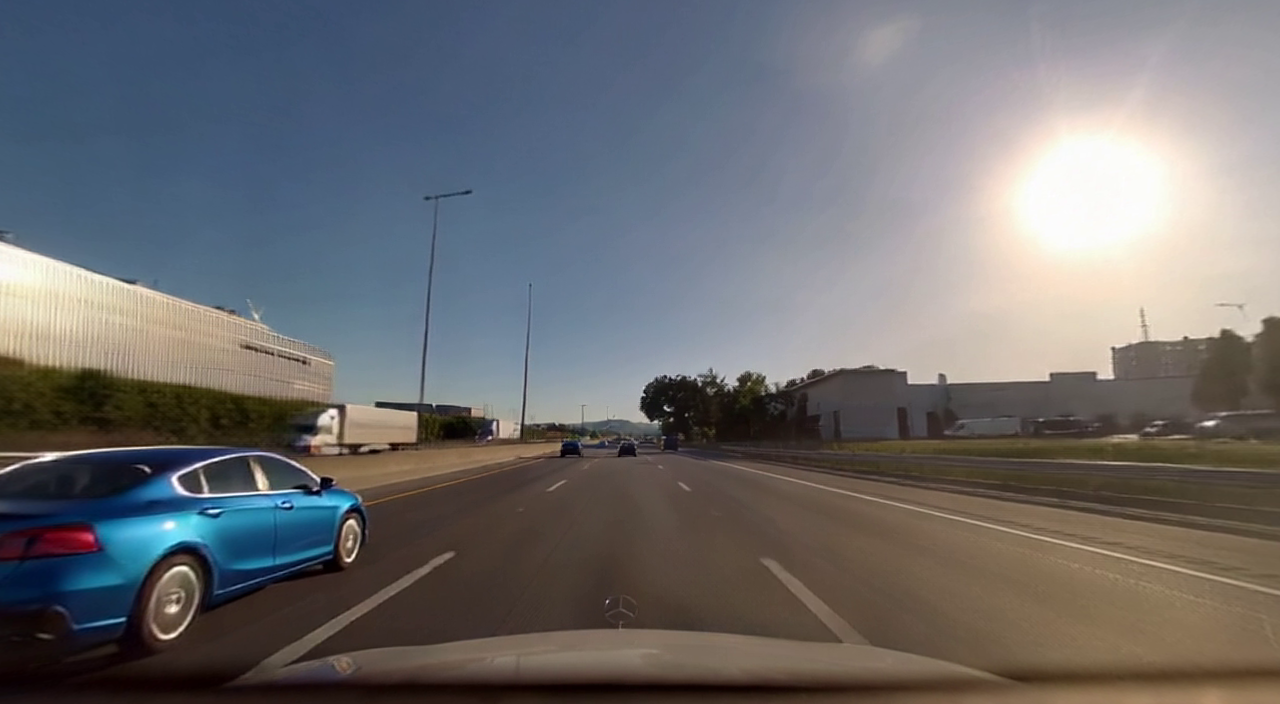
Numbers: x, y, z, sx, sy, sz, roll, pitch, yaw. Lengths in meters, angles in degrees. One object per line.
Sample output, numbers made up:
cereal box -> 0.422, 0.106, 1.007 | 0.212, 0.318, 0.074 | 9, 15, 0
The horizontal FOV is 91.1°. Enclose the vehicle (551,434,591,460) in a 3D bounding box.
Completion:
vehicle -> -4.508, 6.326, 41.922 | 2.271, 1.626, 4.463 | 0, -8, -1

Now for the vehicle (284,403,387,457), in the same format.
vehicle -> -21.280, 5.620, 44.640 | 2.876, 3.453, 9.040 | 0, -8, -1
